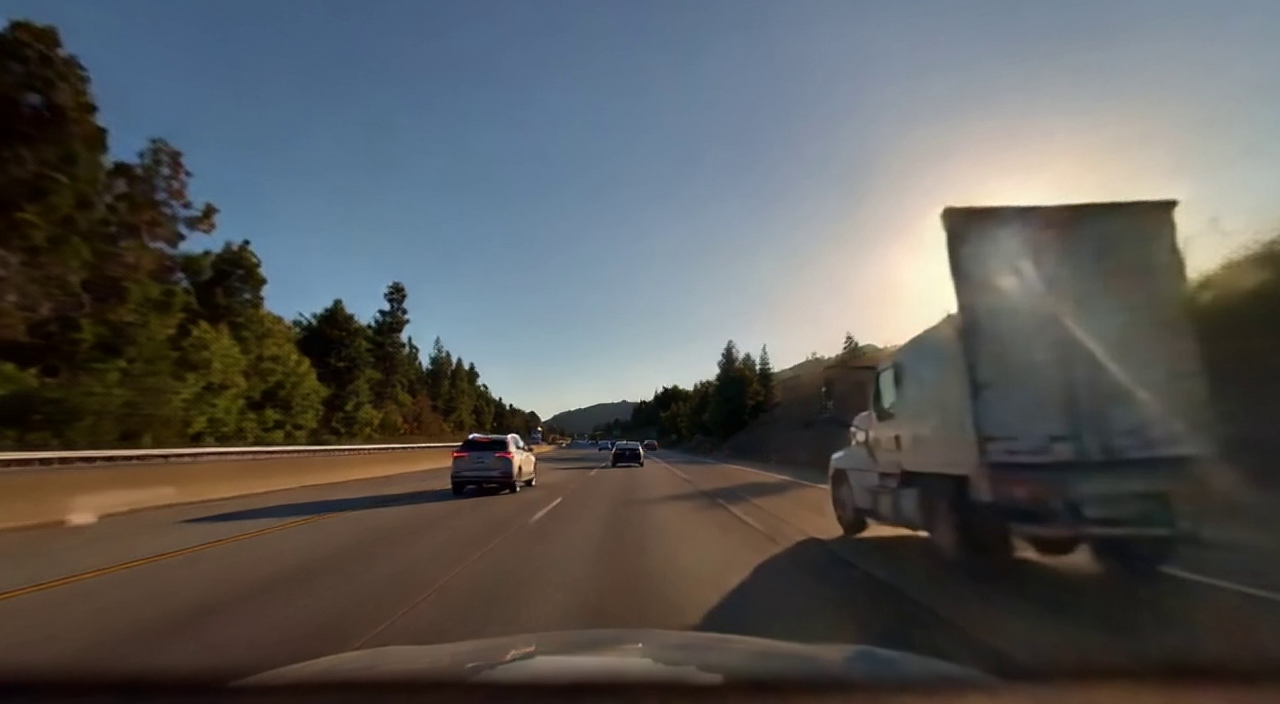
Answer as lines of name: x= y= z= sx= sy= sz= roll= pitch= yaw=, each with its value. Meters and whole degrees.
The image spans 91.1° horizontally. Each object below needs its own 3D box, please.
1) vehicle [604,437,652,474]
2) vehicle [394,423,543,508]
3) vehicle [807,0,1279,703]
vehicle: x=-0.539 y=4.768 z=29.146 sx=2.048 sy=1.563 sz=4.087 roll=0 pitch=-8 yaw=-1
vehicle: x=-3.876 y=2.656 z=15.234 sx=2.264 sy=1.699 sz=4.648 roll=0 pitch=-8 yaw=0
vehicle: x=3.957 y=-0.453 z=1.940 sx=2.946 sy=4.111 sz=14.652 roll=0 pitch=-8 yaw=0
